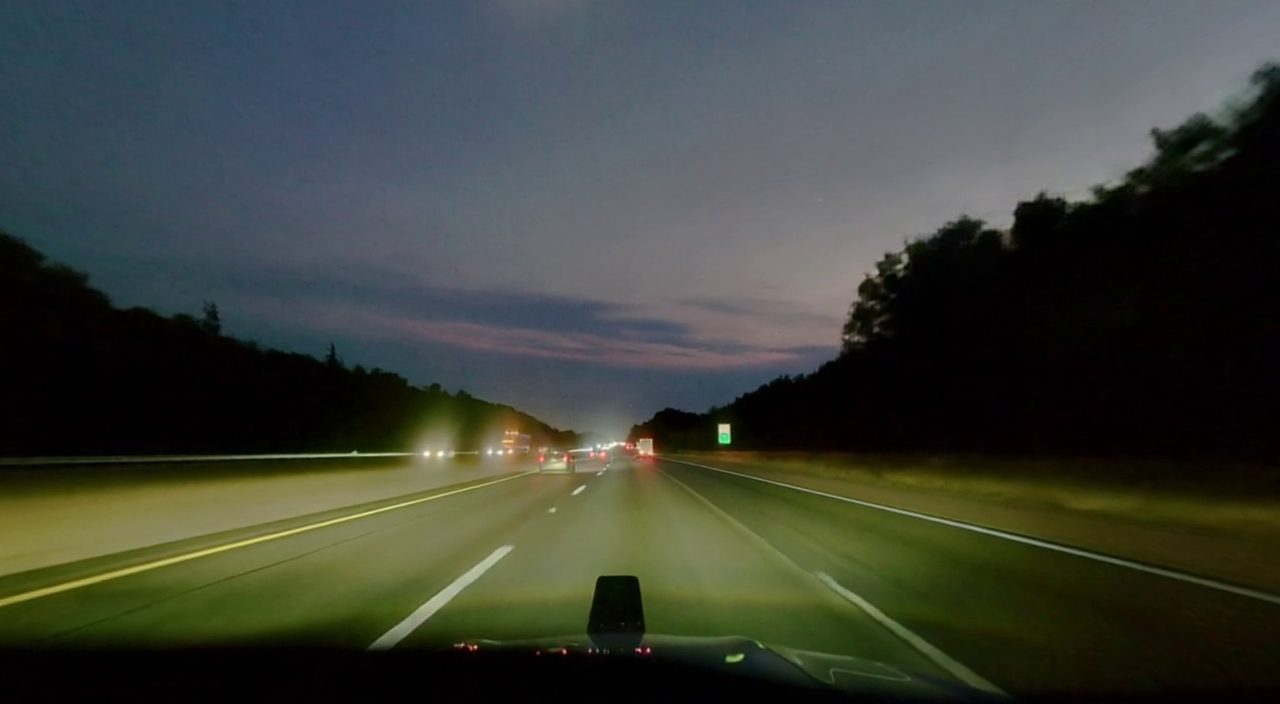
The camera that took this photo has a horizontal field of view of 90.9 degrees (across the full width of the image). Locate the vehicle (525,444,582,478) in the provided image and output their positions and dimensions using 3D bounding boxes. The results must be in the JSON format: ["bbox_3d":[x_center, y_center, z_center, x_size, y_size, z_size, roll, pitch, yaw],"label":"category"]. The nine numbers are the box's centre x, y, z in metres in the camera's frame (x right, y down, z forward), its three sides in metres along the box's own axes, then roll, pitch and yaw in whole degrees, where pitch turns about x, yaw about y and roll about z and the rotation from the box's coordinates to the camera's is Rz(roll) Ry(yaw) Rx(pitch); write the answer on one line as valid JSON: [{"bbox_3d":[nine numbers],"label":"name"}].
[{"bbox_3d":[-4.080,5.234,30.512,2.169,1.473,4.631,0,-9,-1],"label":"vehicle"}]
